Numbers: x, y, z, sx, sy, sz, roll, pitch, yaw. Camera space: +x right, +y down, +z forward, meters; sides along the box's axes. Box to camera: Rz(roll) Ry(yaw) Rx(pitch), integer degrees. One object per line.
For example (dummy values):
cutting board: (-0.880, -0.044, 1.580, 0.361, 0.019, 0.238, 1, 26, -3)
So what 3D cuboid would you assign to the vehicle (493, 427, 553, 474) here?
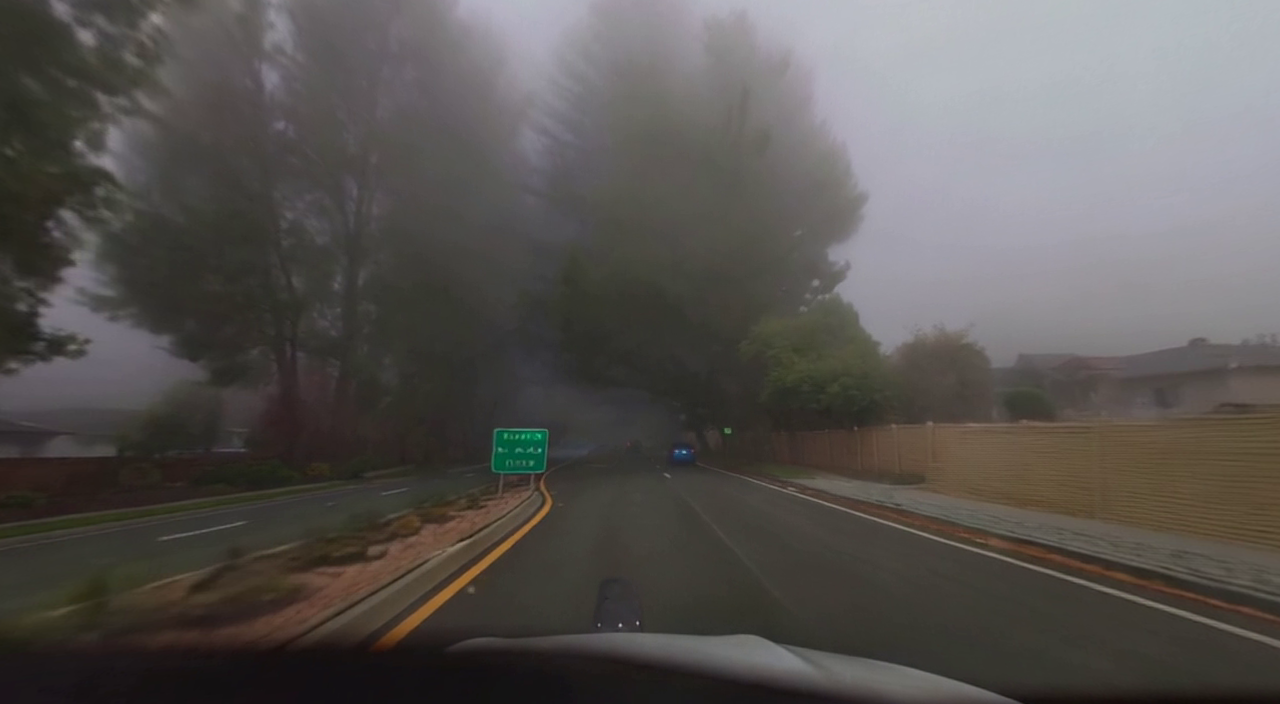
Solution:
vehicle: (-6.776, 5.804, 37.336, 2.430, 2.517, 5.772, 0, -8, 0)

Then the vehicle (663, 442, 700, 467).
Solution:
vehicle: (2.560, 6.410, 39.849, 1.991, 1.476, 4.153, 0, -8, -1)
